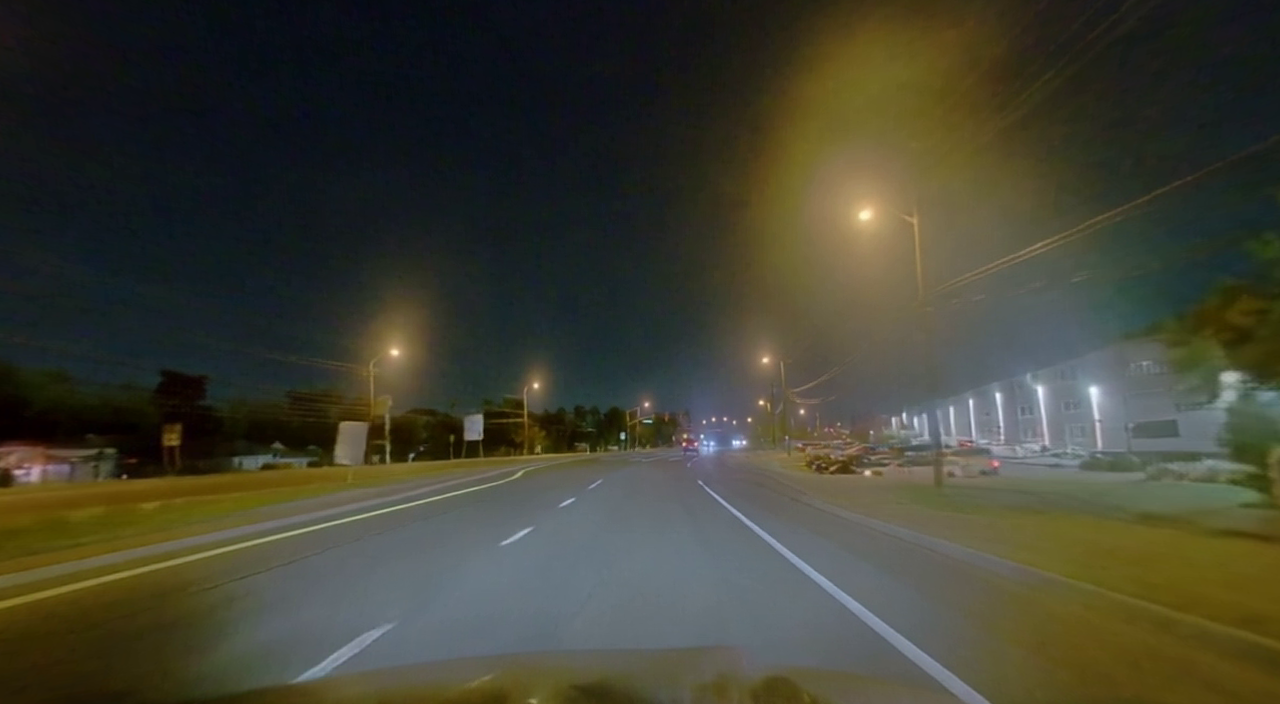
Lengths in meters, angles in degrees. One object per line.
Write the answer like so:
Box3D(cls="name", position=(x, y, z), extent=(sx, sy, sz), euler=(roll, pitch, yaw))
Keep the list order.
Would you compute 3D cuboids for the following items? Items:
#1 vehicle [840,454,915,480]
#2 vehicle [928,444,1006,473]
Box3D(cls="vehicle", position=(15.006, 7.236, 39.793), extent=(4.475, 1.492, 1.925), euler=(5, -10, -30))
Box3D(cls="vehicle", position=(22.612, 7.376, 43.892), extent=(2.119, 1.874, 4.855), euler=(1, -9, -12))
